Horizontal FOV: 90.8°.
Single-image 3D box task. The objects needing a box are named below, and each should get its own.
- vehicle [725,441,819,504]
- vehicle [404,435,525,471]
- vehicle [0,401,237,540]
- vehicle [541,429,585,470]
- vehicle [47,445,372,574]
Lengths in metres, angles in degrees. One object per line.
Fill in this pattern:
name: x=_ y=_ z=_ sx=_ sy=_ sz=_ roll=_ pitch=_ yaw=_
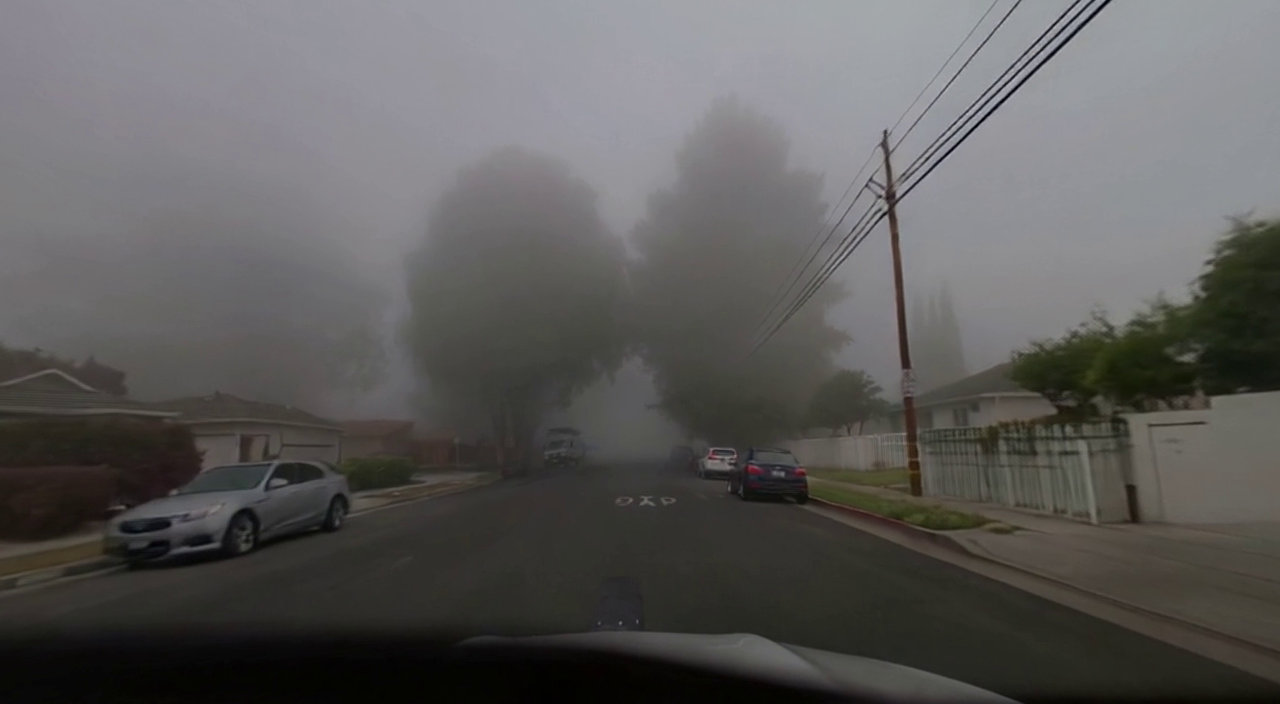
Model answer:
vehicle: x=3.473 y=3.236 z=17.419 sx=1.903 sy=1.500 sz=4.057 roll=0 pitch=-9 yaw=3
vehicle: x=-10.551 y=6.121 z=38.335 sx=6.540 sy=2.079 sz=2.565 roll=0 pitch=-9 yaw=1
vehicle: x=-11.228 y=2.116 z=11.591 sx=2.416 sy=2.211 sz=6.384 roll=-2 pitch=-9 yaw=14
vehicle: x=-5.864 y=7.488 z=48.674 sx=2.313 sy=2.875 sz=6.057 roll=-3 pitch=-9 yaw=2
vehicle: x=-6.595 y=2.395 z=10.558 sx=2.062 sy=1.500 sz=4.629 roll=-3 pitch=-8 yaw=3
